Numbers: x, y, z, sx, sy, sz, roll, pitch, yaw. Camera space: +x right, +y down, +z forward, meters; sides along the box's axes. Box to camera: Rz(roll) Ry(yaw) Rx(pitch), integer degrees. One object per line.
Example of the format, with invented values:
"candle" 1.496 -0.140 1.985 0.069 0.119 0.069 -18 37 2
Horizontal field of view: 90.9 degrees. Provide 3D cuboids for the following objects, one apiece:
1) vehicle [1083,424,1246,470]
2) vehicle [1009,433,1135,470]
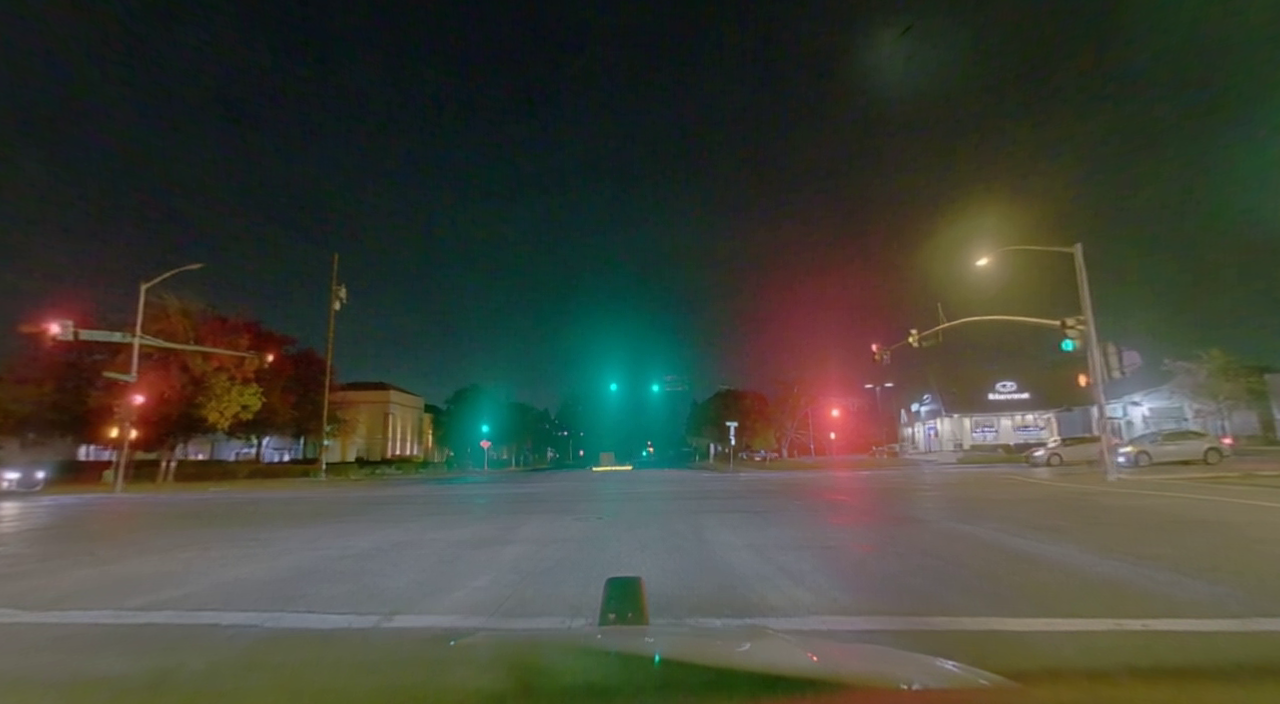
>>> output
"vehicle" 19.483 3.543 23.563 4.288 1.600 1.927 0 -8 1
"vehicle" 20.425 4.712 29.921 4.483 1.691 1.949 0 -8 1
